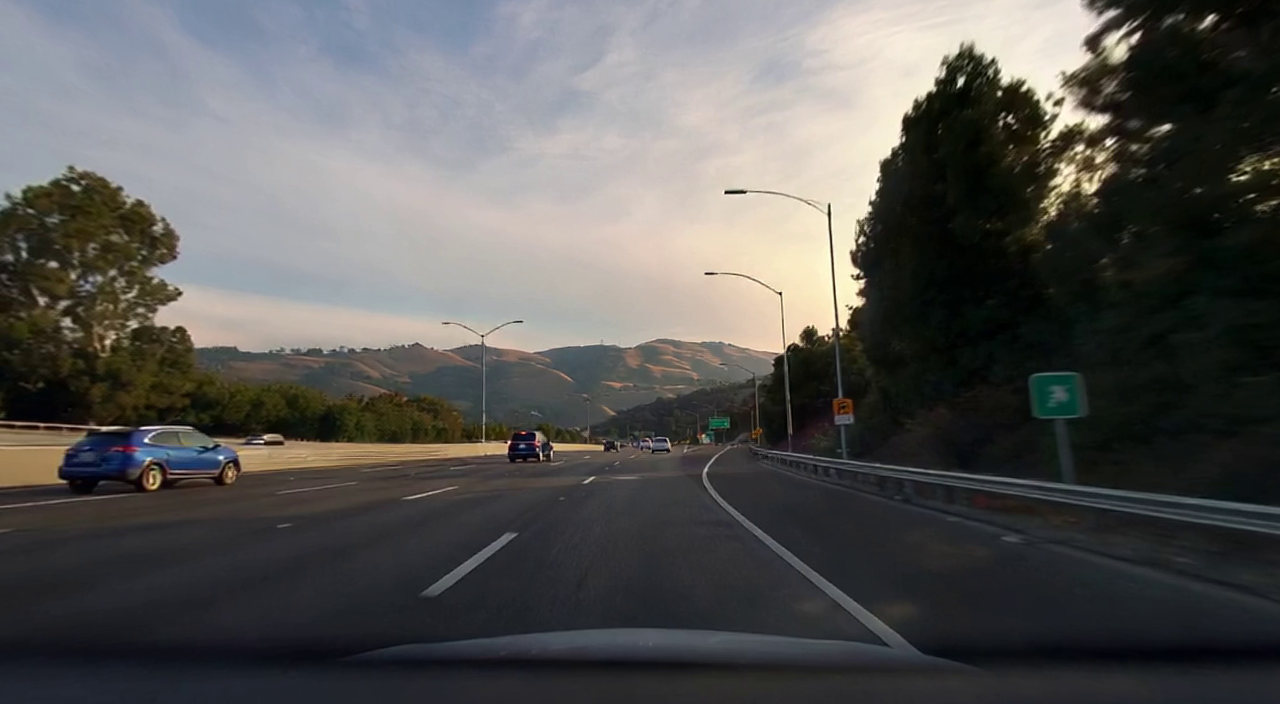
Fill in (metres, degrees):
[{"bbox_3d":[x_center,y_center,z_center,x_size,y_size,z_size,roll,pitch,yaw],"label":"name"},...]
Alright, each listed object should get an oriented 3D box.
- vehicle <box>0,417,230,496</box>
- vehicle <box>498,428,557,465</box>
[{"bbox_3d":[-13.845,2.787,17.048,2.079,1.822,4.893,0,-9,1],"label":"vehicle"},{"bbox_3d":[-6.272,5.361,35.658,2.219,1.947,4.924,0,-9,2],"label":"vehicle"}]
